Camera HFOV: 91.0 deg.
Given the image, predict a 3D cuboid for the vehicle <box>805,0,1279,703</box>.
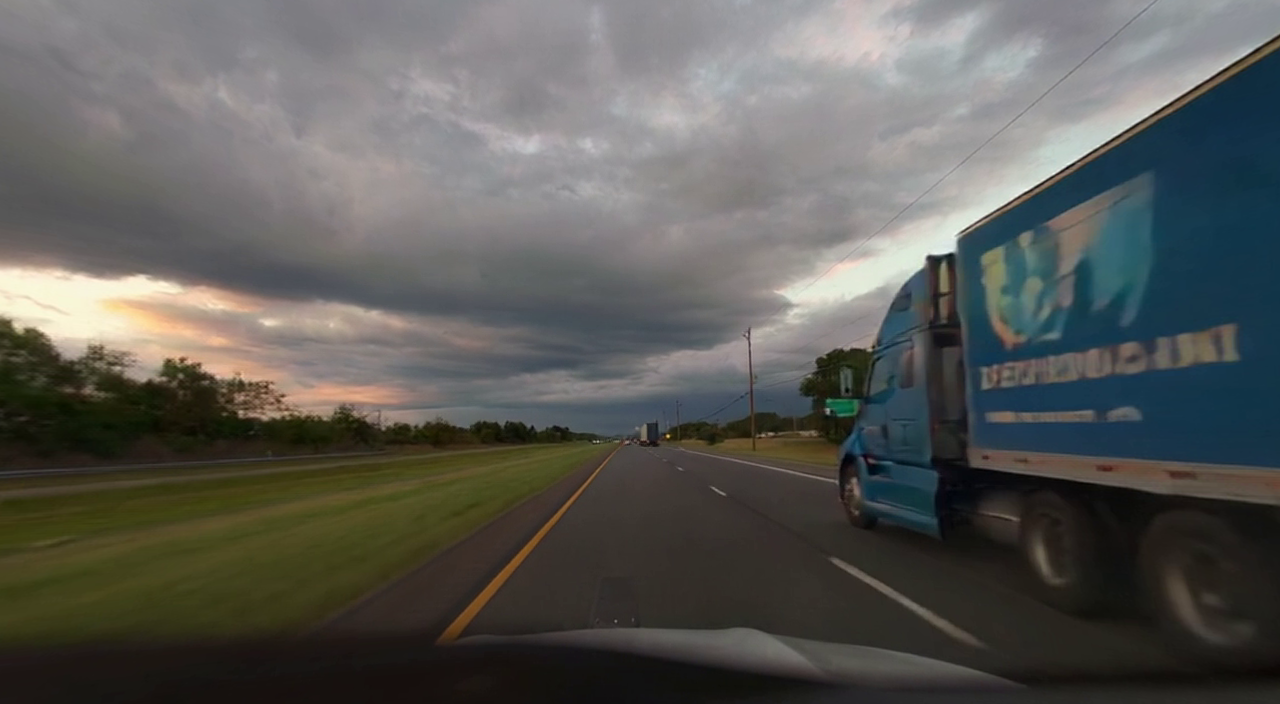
[{"bbox_3d":[4.135,0.149,4.747,3.037,3.672,9.136,0,-8,-2],"label":"vehicle"}]
